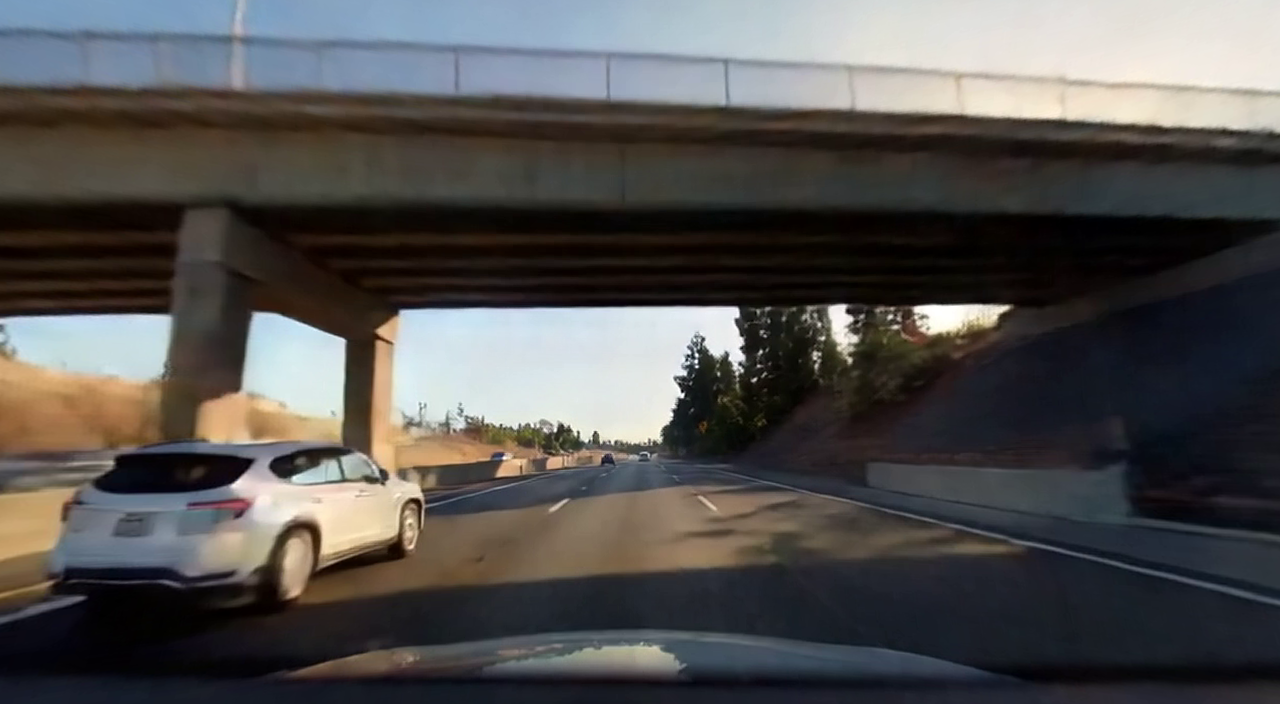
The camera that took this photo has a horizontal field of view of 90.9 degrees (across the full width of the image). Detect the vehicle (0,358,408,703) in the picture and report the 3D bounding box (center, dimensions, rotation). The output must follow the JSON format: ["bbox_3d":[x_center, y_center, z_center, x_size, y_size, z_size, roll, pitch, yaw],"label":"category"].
[{"bbox_3d":[-3.432,1.080,3.716,2.274,1.628,4.807,0,-9,0],"label":"vehicle"}]
